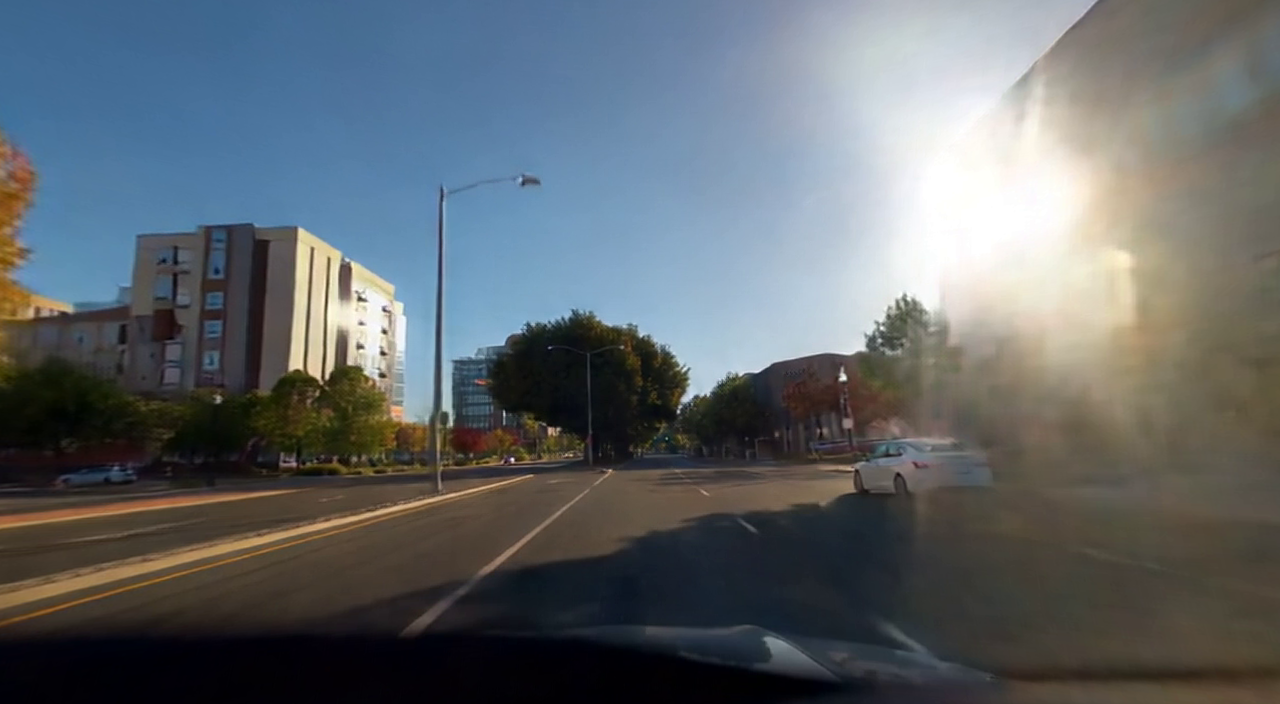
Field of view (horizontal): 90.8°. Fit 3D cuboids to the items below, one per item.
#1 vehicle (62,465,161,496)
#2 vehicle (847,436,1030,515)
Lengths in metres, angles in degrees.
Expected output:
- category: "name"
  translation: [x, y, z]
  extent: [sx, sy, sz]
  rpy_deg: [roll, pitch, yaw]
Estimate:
- category: "vehicle"
  translation: [-32.703, 7.913, 39.181]
  extent: [1.990, 1.595, 4.310]
  rpy_deg: [-8, -11, 40]
- category: "vehicle"
  translation: [6.613, 2.767, 14.737]
  extent: [1.913, 1.504, 4.738]
  rpy_deg: [0, -9, 0]
